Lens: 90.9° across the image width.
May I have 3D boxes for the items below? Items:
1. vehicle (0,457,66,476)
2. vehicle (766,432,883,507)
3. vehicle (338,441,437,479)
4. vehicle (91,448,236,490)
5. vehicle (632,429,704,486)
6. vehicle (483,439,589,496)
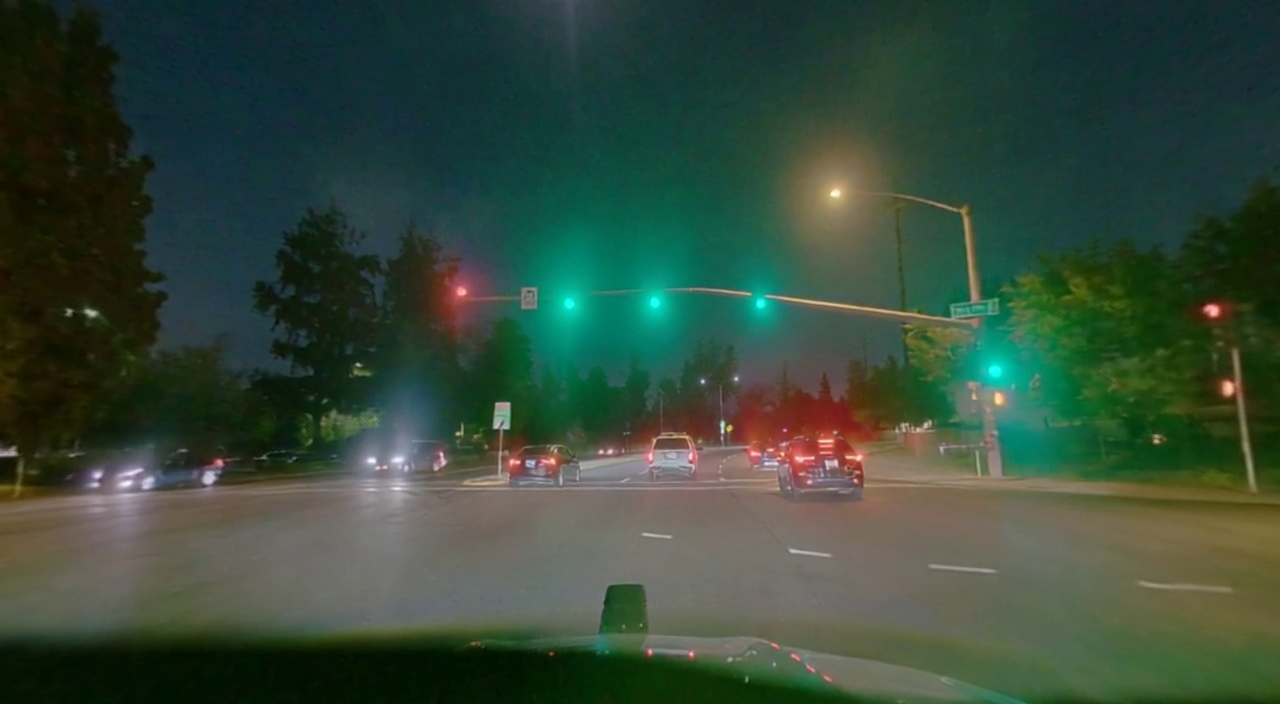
[{"bbox_3d":[-45.424,8.576,47.124,3.435,1.356,1.713,-2,-9,7],"label":"vehicle"},{"bbox_3d":[4.224,2.745,15.027,1.859,1.540,3.454,-1,-9,2],"label":"vehicle"},{"bbox_3d":[-10.958,4.722,27.764,2.009,1.527,4.534,-1,-9,7],"label":"vehicle"},{"bbox_3d":[-18.218,4.471,24.425,1.869,1.449,4.417,-1,-9,6],"label":"vehicle"},{"bbox_3d":[1.089,3.636,21.913,2.250,1.768,4.574,-1,-9,6],"label":"vehicle"},{"bbox_3d":[-2.919,3.381,18.810,2.006,1.464,4.586,-1,-9,5],"label":"vehicle"}]
